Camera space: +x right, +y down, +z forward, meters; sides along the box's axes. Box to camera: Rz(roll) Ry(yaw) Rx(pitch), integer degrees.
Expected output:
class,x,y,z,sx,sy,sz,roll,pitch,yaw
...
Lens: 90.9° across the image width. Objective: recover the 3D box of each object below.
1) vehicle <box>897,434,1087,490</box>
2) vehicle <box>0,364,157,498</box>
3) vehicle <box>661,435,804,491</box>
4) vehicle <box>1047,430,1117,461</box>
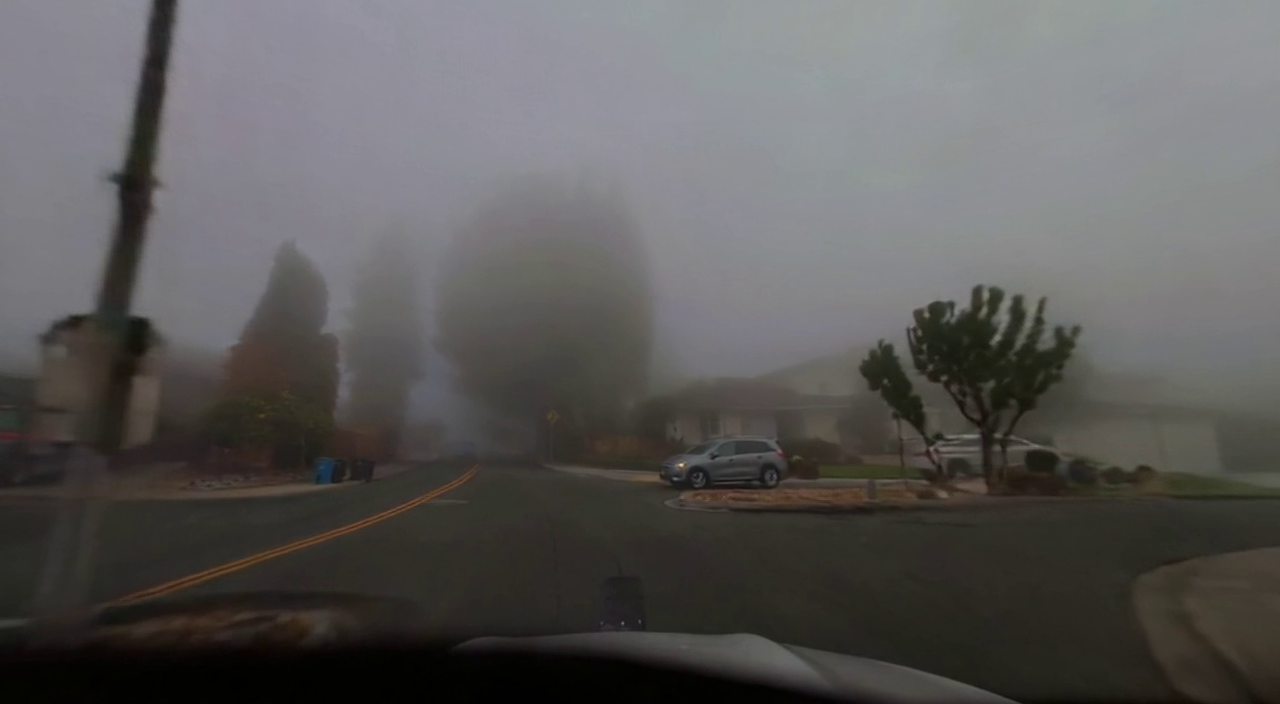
class,x,y,z,sx,sy,sz,roll,pitch,yaw
vehicle,10.312,3.278,18.803,4.378,1.543,2.080,-1,-9,4
vehicle,-18.422,2.396,19.722,2.438,3.594,5.582,2,-7,-7
vehicle,2.643,3.256,18.635,3.772,1.531,1.949,1,-9,-6
vehicle,22.607,4.814,32.390,1.825,1.482,4.073,-3,-10,20
